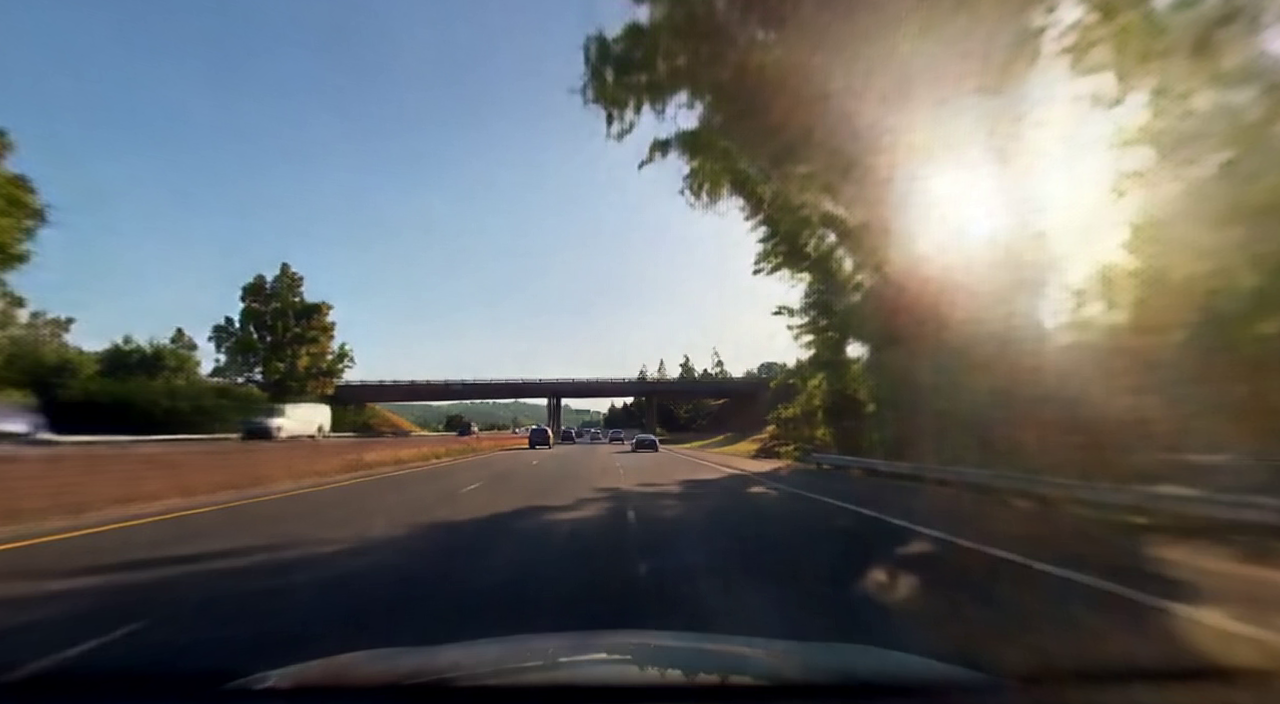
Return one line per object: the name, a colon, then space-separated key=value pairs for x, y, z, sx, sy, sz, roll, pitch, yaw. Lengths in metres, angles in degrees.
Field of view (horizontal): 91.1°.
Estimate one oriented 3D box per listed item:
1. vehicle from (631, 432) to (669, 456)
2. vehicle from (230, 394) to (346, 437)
vehicle: x=0.545 y=5.600 z=38.436 sx=1.999 sy=1.329 sz=3.913 roll=1 pitch=-8 yaw=-4
vehicle: x=-20.634 y=3.924 z=37.492 sx=2.481 sy=2.298 sz=8.313 roll=1 pitch=-8 yaw=-3
